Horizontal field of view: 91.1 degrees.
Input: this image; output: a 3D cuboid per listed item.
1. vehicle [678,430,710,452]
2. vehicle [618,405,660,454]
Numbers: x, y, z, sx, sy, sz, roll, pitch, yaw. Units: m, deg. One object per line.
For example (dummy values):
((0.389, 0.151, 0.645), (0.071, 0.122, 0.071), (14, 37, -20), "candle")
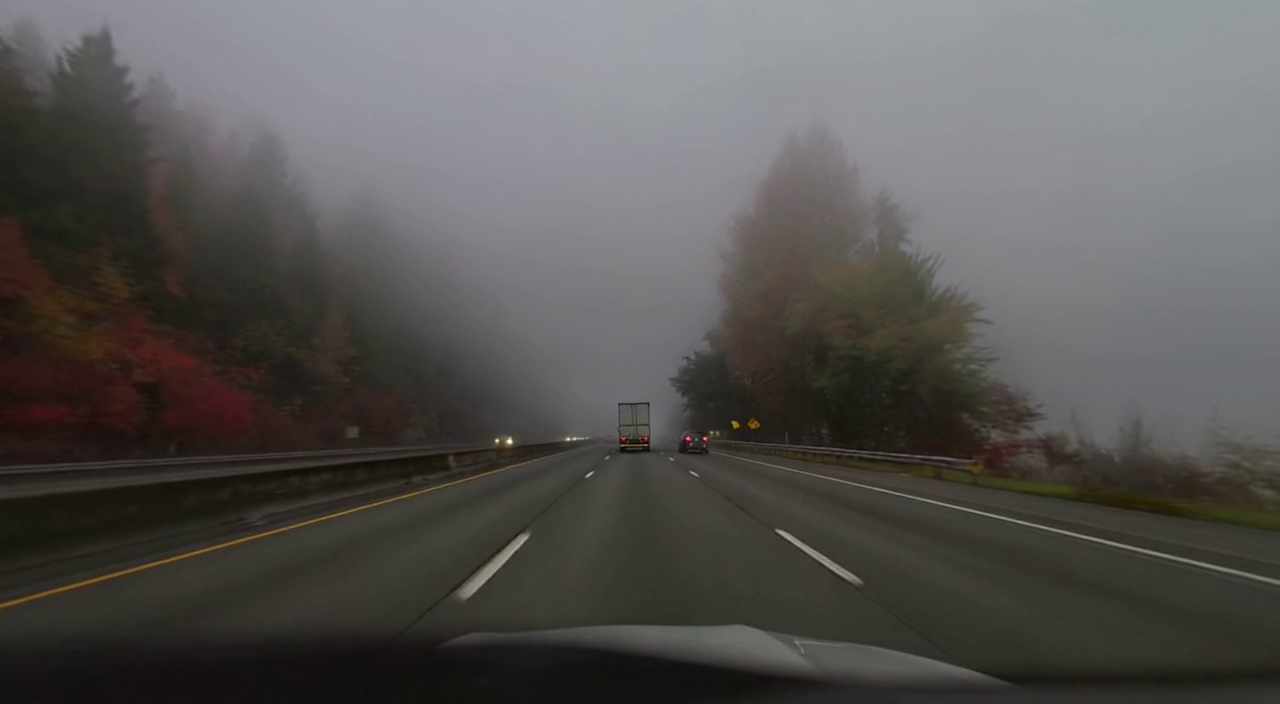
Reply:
((3.963, 6.630, 46.750), (1.959, 1.571, 3.876), (0, -8, -2), "vehicle")
((-0.185, 5.224, 42.049), (2.631, 2.957, 6.512), (0, -8, -2), "vehicle")
